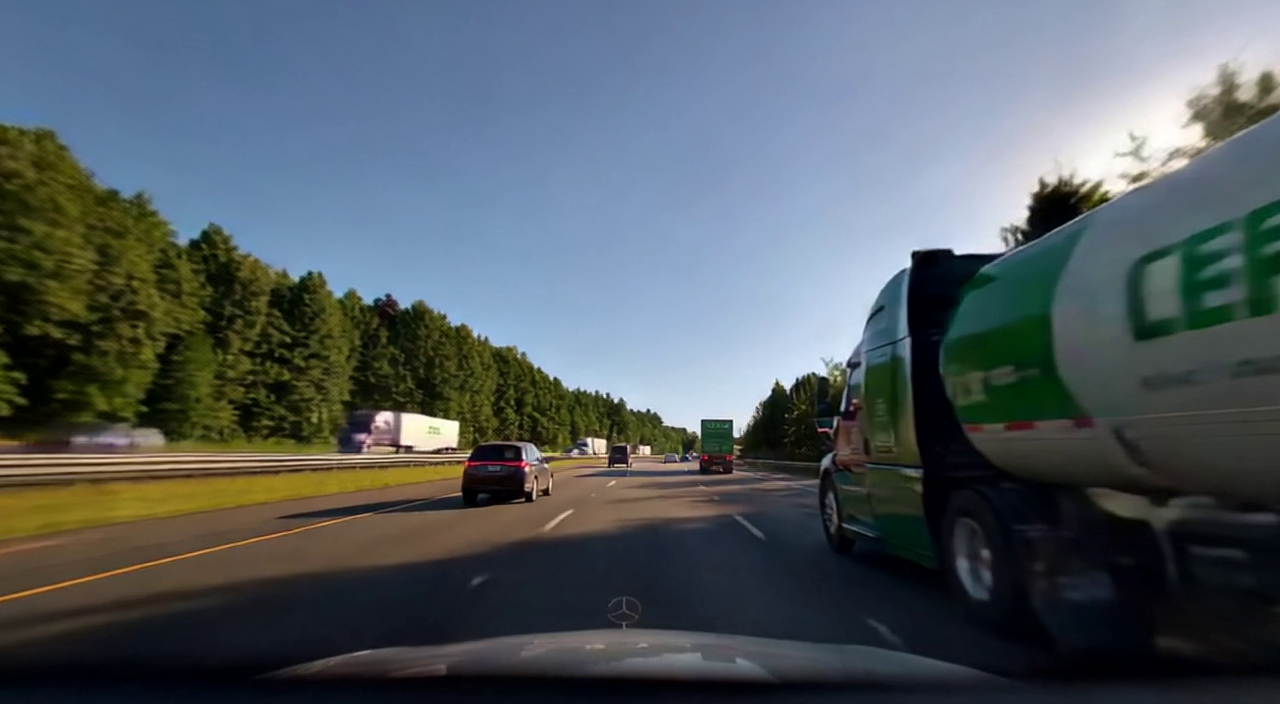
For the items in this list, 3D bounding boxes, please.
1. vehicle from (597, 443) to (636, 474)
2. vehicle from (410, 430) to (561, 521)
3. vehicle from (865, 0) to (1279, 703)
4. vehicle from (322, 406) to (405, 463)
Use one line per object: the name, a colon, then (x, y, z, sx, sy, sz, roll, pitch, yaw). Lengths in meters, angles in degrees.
vehicle: (-1.598, 7.586, 45.124, 2.201, 2.038, 5.065, -1, -9, 4)
vehicle: (-3.241, 2.717, 14.318, 2.205, 1.728, 4.397, 0, -9, 1)
vehicle: (4.137, -0.052, 2.074, 2.732, 3.585, 11.338, 0, -9, 1)
vehicle: (-20.425, 6.196, 46.958, 2.943, 3.973, 5.837, -1, -9, 5)
